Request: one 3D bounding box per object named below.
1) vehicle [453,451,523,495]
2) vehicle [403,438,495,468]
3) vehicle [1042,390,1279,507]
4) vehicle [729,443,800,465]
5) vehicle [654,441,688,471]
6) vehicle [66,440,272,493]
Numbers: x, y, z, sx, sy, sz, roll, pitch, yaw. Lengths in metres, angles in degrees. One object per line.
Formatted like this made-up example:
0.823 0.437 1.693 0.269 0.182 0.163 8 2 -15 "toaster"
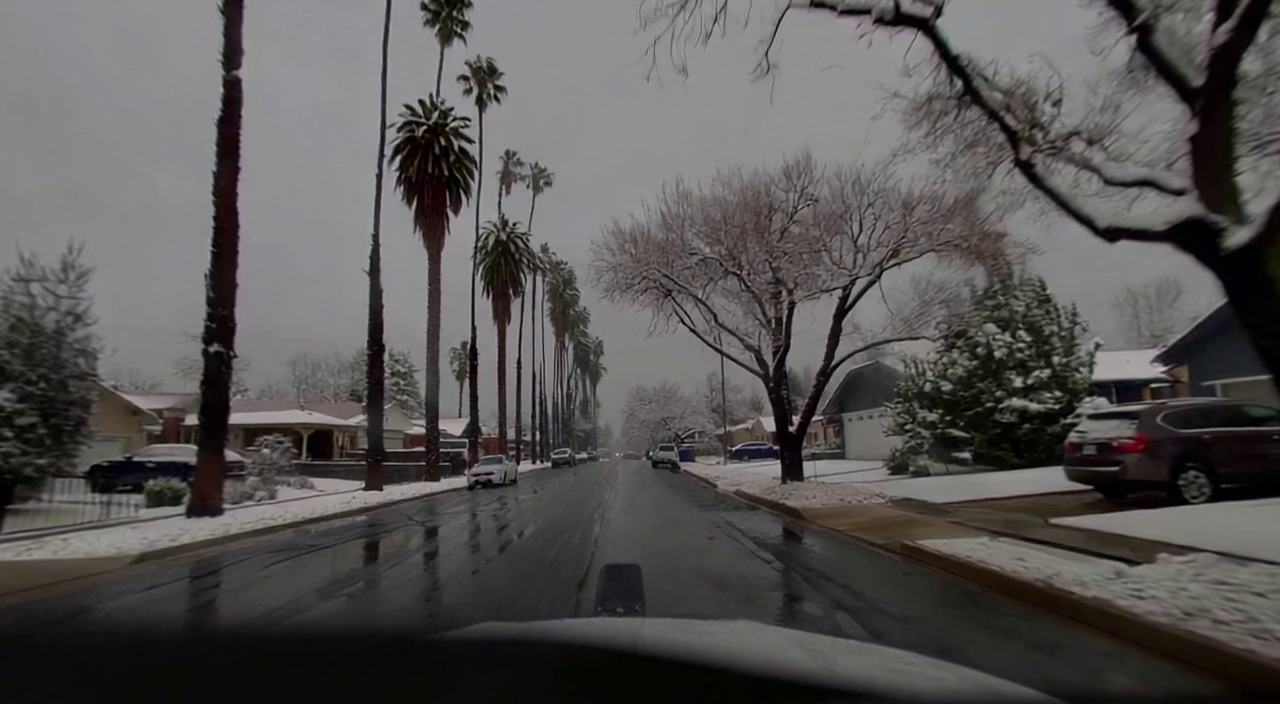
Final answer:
-6.094 4.895 25.937 1.949 1.511 4.466 0 -8 -2 "vehicle"
-12.541 6.680 41.847 5.340 1.948 2.398 0 -9 -2 "vehicle"
9.681 1.613 10.614 4.389 1.754 2.040 0 -9 1 "vehicle"
8.854 7.293 45.199 4.643 1.520 1.826 0 -9 1 "vehicle"
2.188 7.557 46.202 2.184 2.038 6.212 0 -9 0 "vehicle"
-13.351 3.266 18.163 4.283 1.400 1.926 0 -9 -3 "vehicle"
